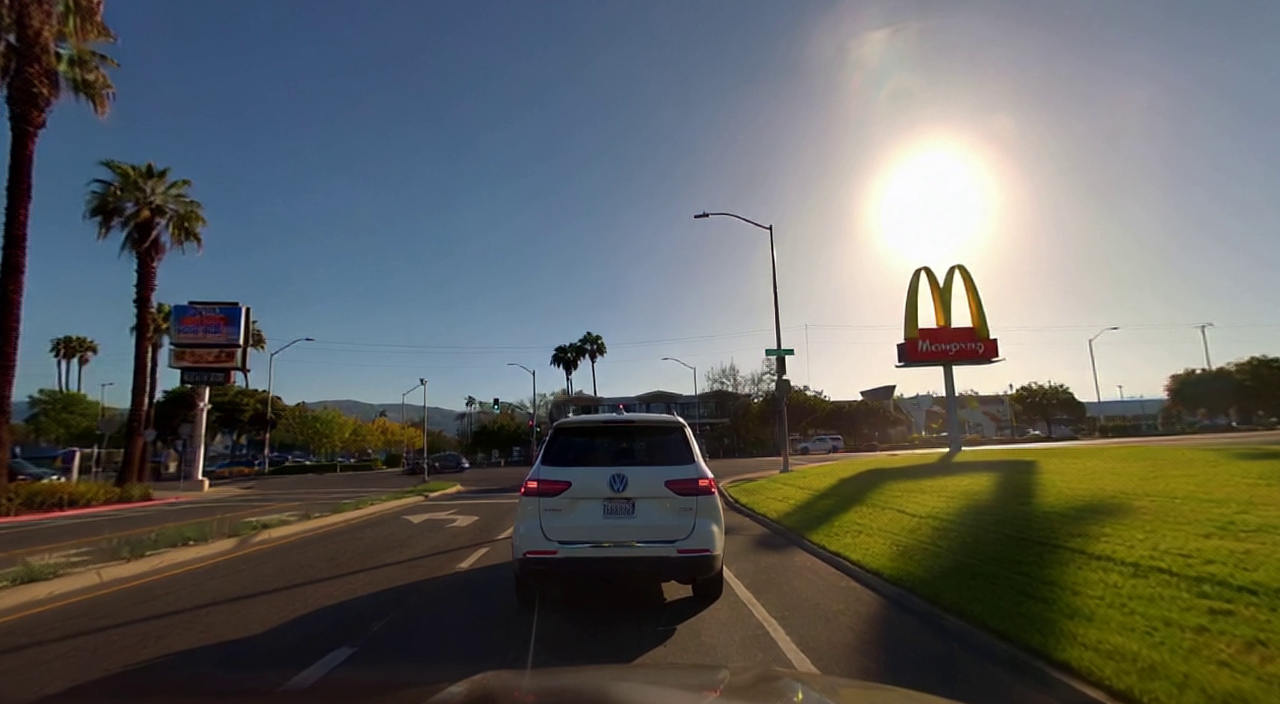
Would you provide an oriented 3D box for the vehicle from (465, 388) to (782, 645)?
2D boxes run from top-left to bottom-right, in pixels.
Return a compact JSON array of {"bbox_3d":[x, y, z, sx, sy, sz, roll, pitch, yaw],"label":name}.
[{"bbox_3d":[-0.140,1.407,6.330,2.137,1.728,3.926,0,-9,-1],"label":"vehicle"}]

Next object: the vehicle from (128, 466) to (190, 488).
[{"bbox_3d":[-35.633,9.255,46.888,1.641,1.375,3.640,0,-9,1],"label":"vehicle"}]

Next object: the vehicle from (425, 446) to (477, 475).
[{"bbox_3d":[-12.312,7.075,41.463,1.965,1.718,4.466,0,-9,2],"label":"vehicle"}]

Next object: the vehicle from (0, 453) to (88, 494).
[{"bbox_3d":[-28.072,5.383,28.232,4.584,1.714,2.186,4,-10,-27],"label":"vehicle"}]

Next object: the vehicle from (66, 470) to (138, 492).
[{"bbox_3d":[-39.940,9.564,47.012,1.602,1.400,4.220,0,-9,0],"label":"vehicle"}]

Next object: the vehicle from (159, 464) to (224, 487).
[{"bbox_3d":[-33.302,9.161,47.027,1.792,1.439,3.952,-1,-9,3],"label":"vehicle"}]
